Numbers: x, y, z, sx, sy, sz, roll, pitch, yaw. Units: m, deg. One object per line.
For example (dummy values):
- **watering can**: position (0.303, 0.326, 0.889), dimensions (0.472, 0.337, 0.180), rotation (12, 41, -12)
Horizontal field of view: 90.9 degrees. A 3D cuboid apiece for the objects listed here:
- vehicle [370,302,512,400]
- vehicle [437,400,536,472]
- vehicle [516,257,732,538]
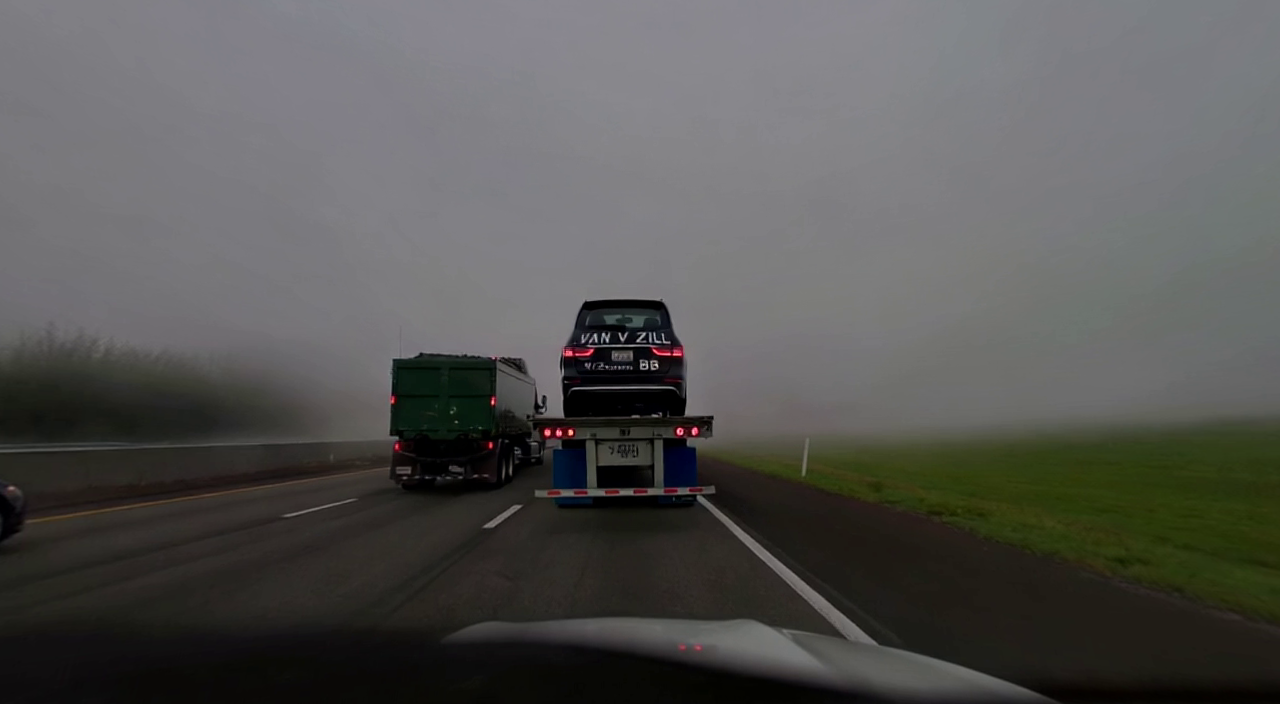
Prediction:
- **vehicle**: position (-4.596, 0.145, 15.422), dimensions (2.118, 1.799, 4.591), rotation (0, -7, -2)
- **vehicle**: position (-4.598, 2.609, 19.676), dimensions (2.258, 1.970, 4.402), rotation (0, -8, -4)
- **vehicle**: position (-0.399, 1.137, 12.783), dimensions (2.738, 3.628, 9.223), rotation (0, -7, -3)
